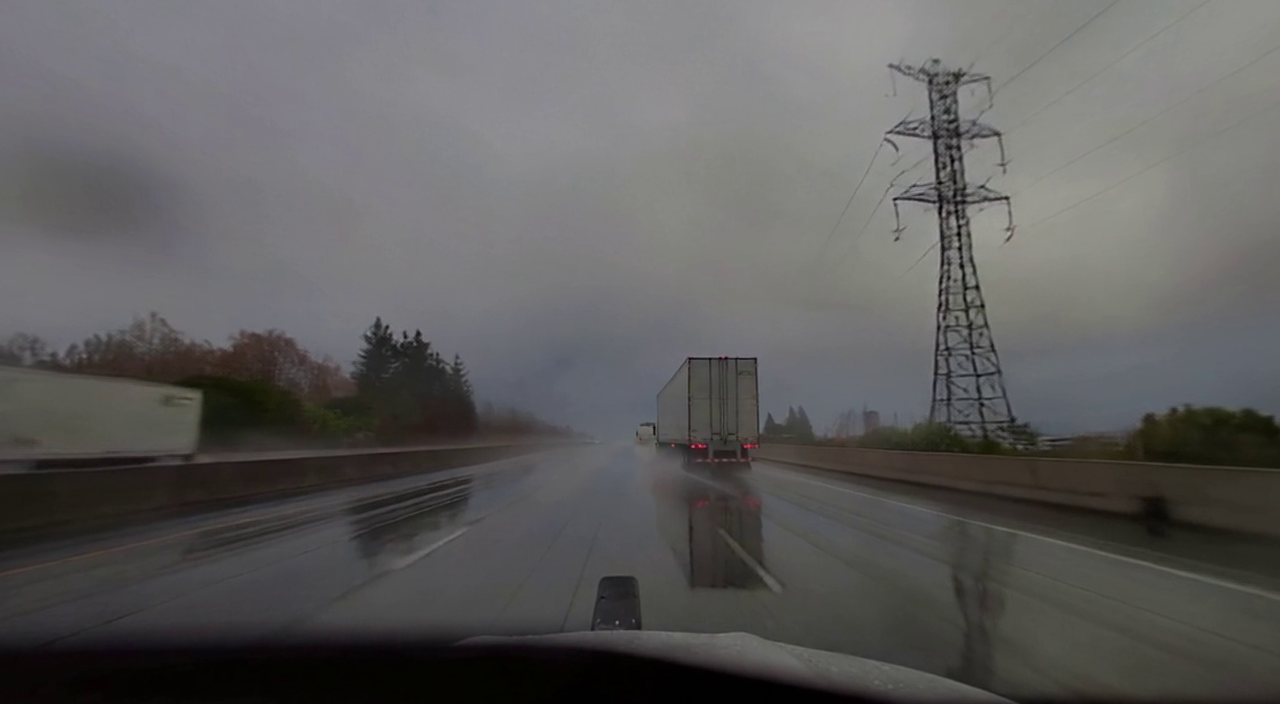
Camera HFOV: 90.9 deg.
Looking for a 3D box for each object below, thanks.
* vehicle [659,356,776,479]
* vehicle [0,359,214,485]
[{"bbox_3d":[2.784,3.132,28.161,2.905,4.080,14.157,0,-8,-2],"label":"vehicle"},{"bbox_3d":[-20.275,2.282,20.065,3.034,3.645,15.090,0,-8,0],"label":"vehicle"}]
